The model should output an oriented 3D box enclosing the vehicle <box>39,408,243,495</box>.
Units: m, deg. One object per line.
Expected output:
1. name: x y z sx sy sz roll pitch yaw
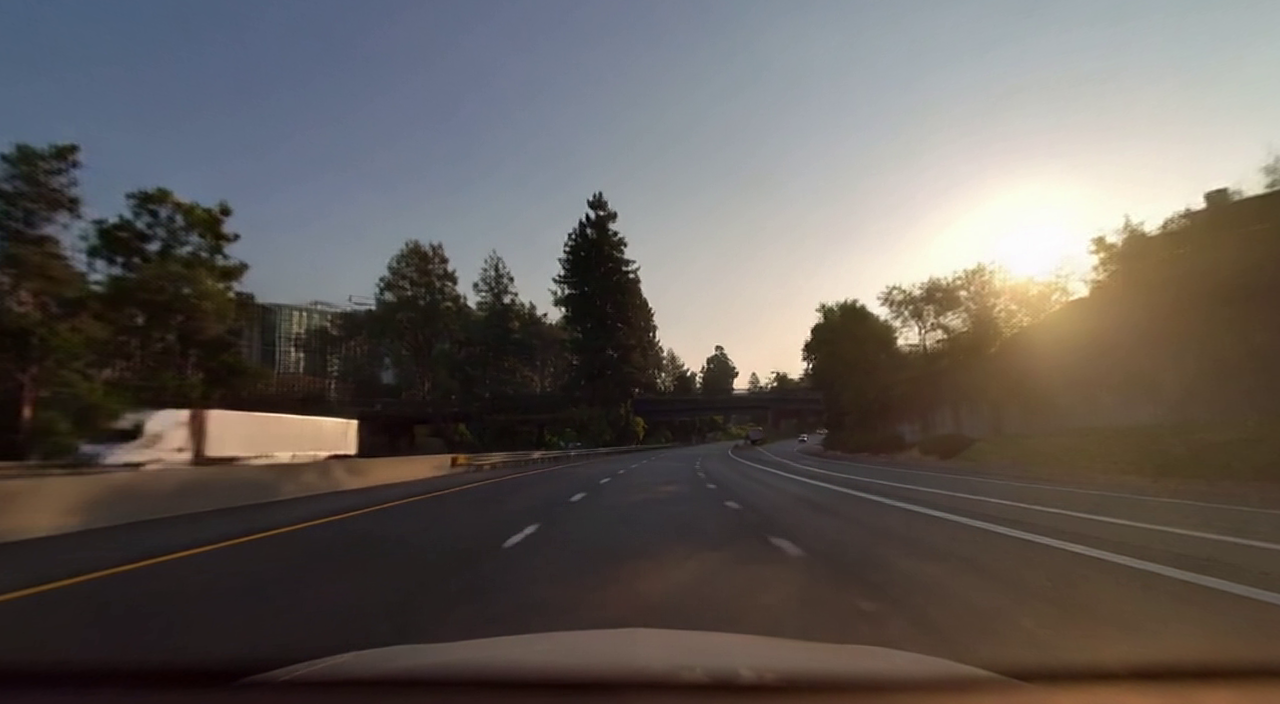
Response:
1. vehicle: -21.068 4.282 27.331 2.950 3.246 6.825 0 -9 2
